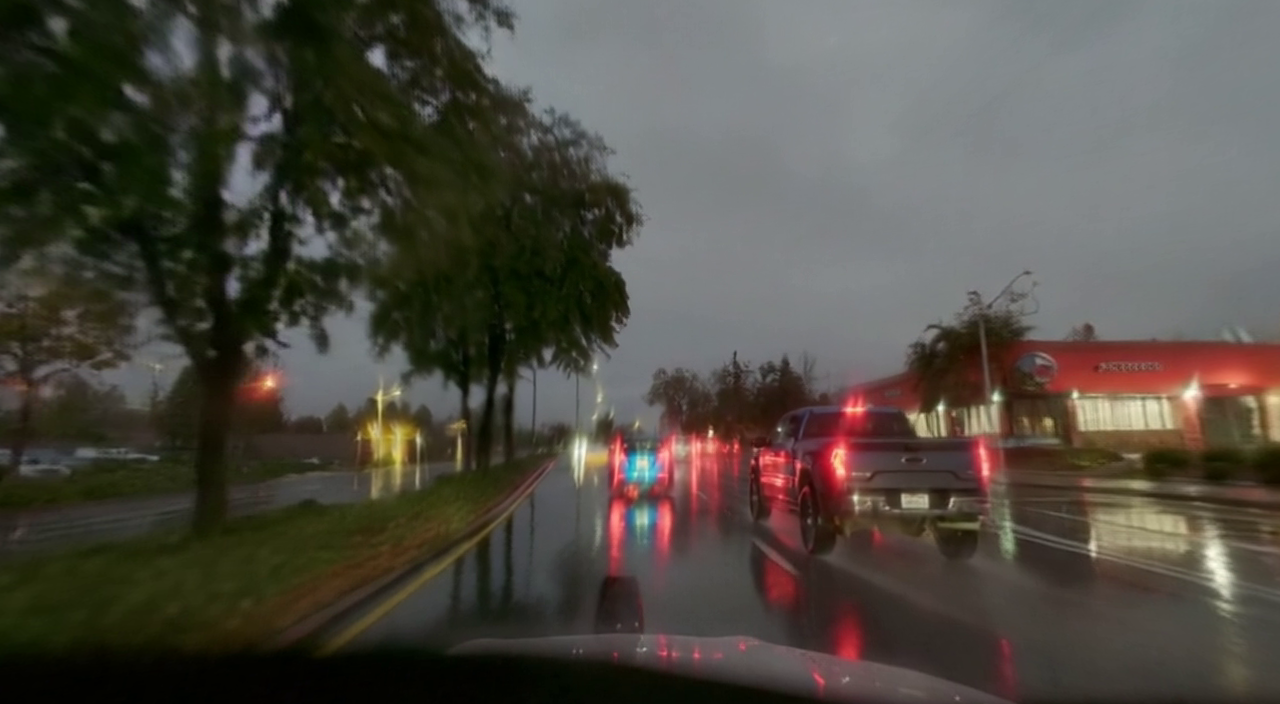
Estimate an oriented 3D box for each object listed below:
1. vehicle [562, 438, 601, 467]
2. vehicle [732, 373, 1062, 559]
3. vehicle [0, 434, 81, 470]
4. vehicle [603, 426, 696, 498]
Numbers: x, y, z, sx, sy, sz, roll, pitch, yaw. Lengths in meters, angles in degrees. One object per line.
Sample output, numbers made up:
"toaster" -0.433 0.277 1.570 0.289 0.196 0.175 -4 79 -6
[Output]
"vehicle" -3.200 5.430 34.156 1.960 1.475 4.161 1 -8 -6
"vehicle" 3.347 1.730 10.210 2.731 2.101 6.047 0 -8 -1
"vehicle" -32.978 5.173 32.648 5.603 1.772 2.150 1 -8 -4
"vehicle" 0.191 2.834 16.602 2.145 1.650 4.021 0 -8 -1
